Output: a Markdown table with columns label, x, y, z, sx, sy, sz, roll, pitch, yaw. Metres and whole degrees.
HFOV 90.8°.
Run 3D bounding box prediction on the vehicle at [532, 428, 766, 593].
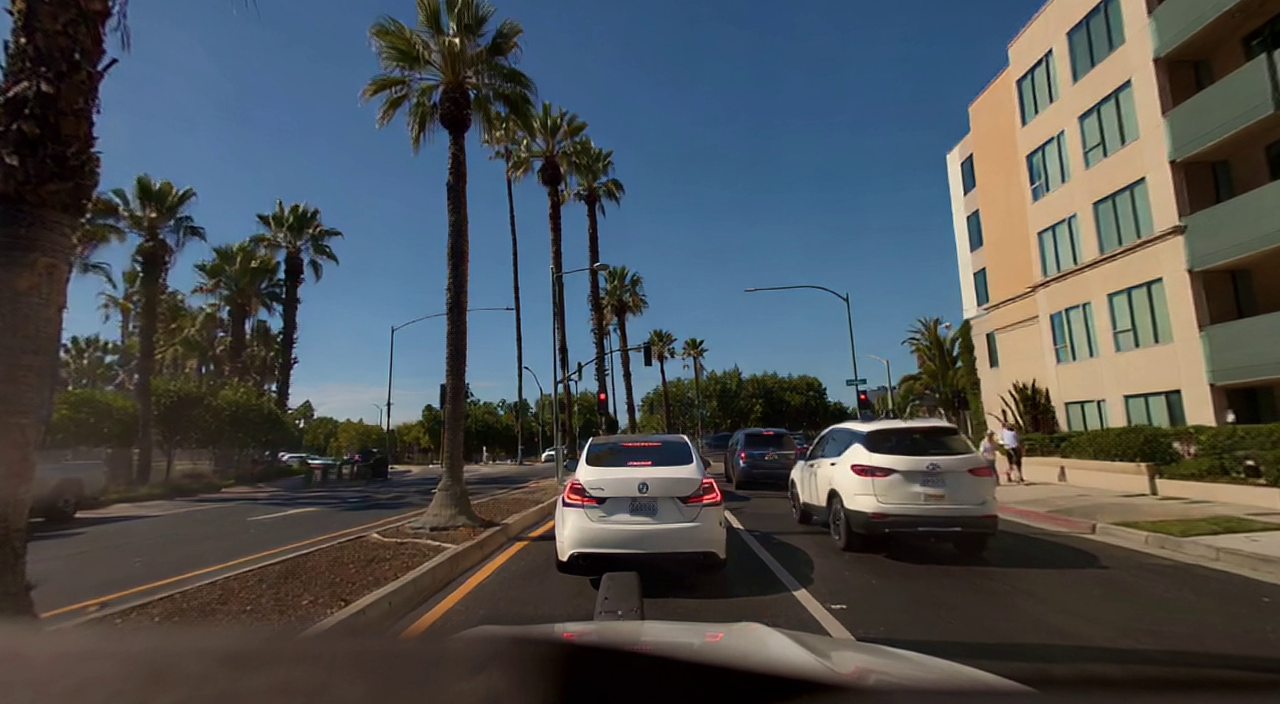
| label | x | y | z | sx | sy | sz | roll | pitch | yaw |
| --- | --- | --- | --- | --- | --- | --- | --- | --- | --- |
| vehicle | 0.127 | 1.718 | 7.713 | 2.088 | 1.452 | 3.993 | -1 | -8 | 2 |

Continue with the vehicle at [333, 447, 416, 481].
| label | x | y | z | sx | sy | sz | roll | pitch | yaw |
| --- | --- | --- | --- | --- | --- | --- | --- | --- | --- |
| vehicle | -13.180 | 5.573 | 31.728 | 1.965 | 1.507 | 4.725 | -1 | -8 | 2 |

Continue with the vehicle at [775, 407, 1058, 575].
| label | x | y | z | sx | sy | sz | roll | pitch | yaw |
| --- | --- | --- | --- | --- | --- | --- | --- | --- | --- |
| vehicle | 3.339 | 1.770 | 8.802 | 2.003 | 1.733 | 4.319 | 0 | -8 | 1 |

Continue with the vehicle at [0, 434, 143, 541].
| label | x | y | z | sx | sy | sz | roll | pitch | yaw |
| --- | --- | --- | --- | --- | --- | --- | --- | --- | --- |
| vehicle | -13.055 | 2.721 | 12.288 | 2.240 | 1.964 | 5.707 | -6 | -8 | 0 |
